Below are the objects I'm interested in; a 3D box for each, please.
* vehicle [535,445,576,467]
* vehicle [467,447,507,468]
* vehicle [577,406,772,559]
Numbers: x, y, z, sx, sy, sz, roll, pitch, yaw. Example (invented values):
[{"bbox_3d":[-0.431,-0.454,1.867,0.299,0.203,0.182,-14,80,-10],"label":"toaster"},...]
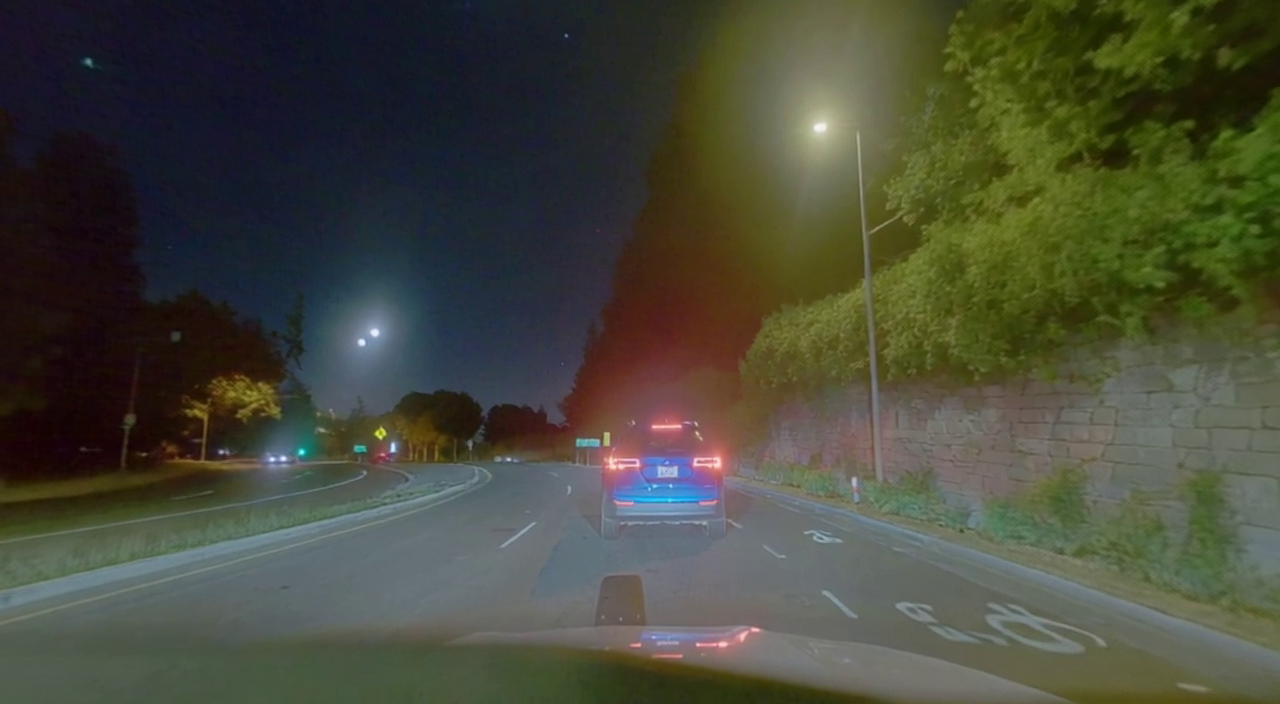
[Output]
[{"bbox_3d":[-6.295,7.618,46.489,1.932,1.488,4.578,3,-9,-21],"label":"vehicle"},{"bbox_3d":[-11.284,7.705,46.325,2.023,1.474,4.286,4,-9,-24],"label":"vehicle"},{"bbox_3d":[0.267,1.842,9.626,2.287,1.762,4.269,1,-8,-4],"label":"vehicle"}]
